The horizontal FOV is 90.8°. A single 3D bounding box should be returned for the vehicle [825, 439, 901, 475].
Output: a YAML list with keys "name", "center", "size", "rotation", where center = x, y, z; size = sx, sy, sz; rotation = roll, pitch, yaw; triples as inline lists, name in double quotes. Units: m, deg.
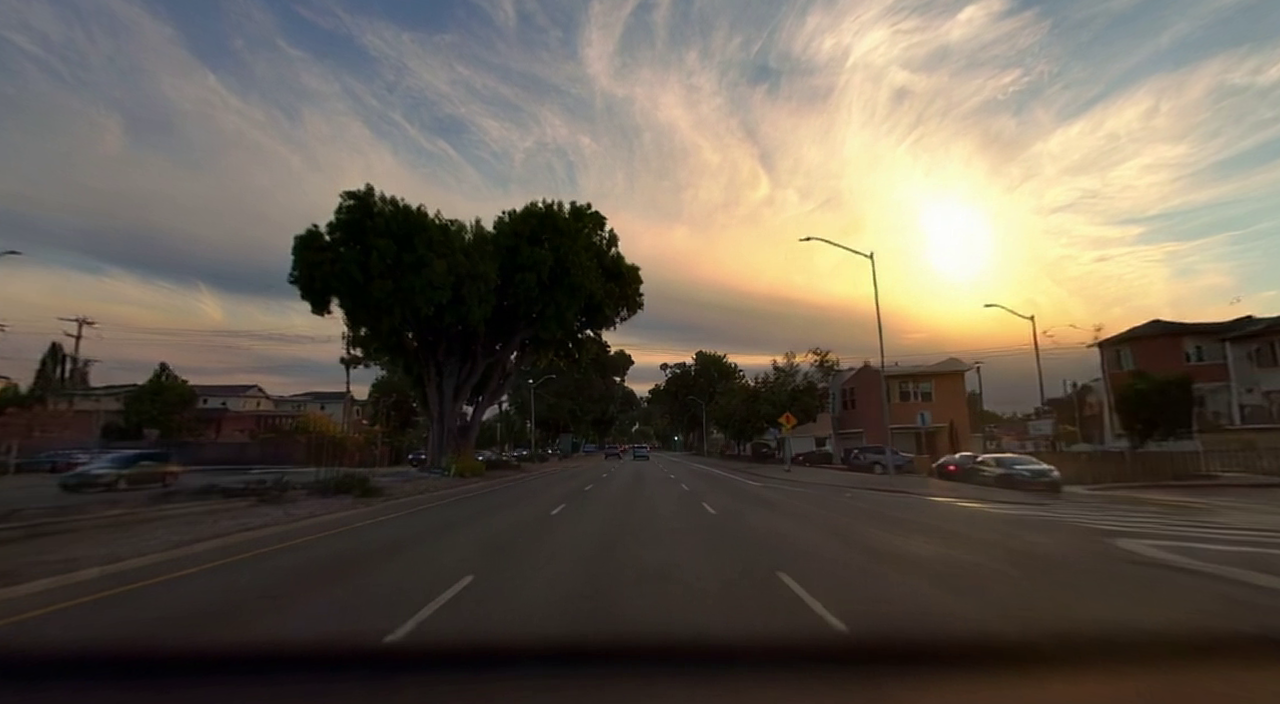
- name: "vehicle"
  center: [13.197, 6.257, 37.826]
  size: [2.047, 1.950, 5.112]
  rotation: [1, -9, -8]

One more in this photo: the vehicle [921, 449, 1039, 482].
- name: "vehicle"
  center: [16.010, 5.338, 30.019]
  size: [1.826, 1.420, 4.533]
  rotation: [5, -10, -32]

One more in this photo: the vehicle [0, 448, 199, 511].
- name: "vehicle"
  center: [-14.798, 3.463, 17.646]
  size: [1.929, 1.506, 4.125]
  rotation: [0, -9, 0]

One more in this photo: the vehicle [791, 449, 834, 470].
- name: "vehicle"
  center: [12.798, 8.019, 47.255]
  size: [1.916, 1.452, 4.651]
  rotation: [0, -9, 0]
